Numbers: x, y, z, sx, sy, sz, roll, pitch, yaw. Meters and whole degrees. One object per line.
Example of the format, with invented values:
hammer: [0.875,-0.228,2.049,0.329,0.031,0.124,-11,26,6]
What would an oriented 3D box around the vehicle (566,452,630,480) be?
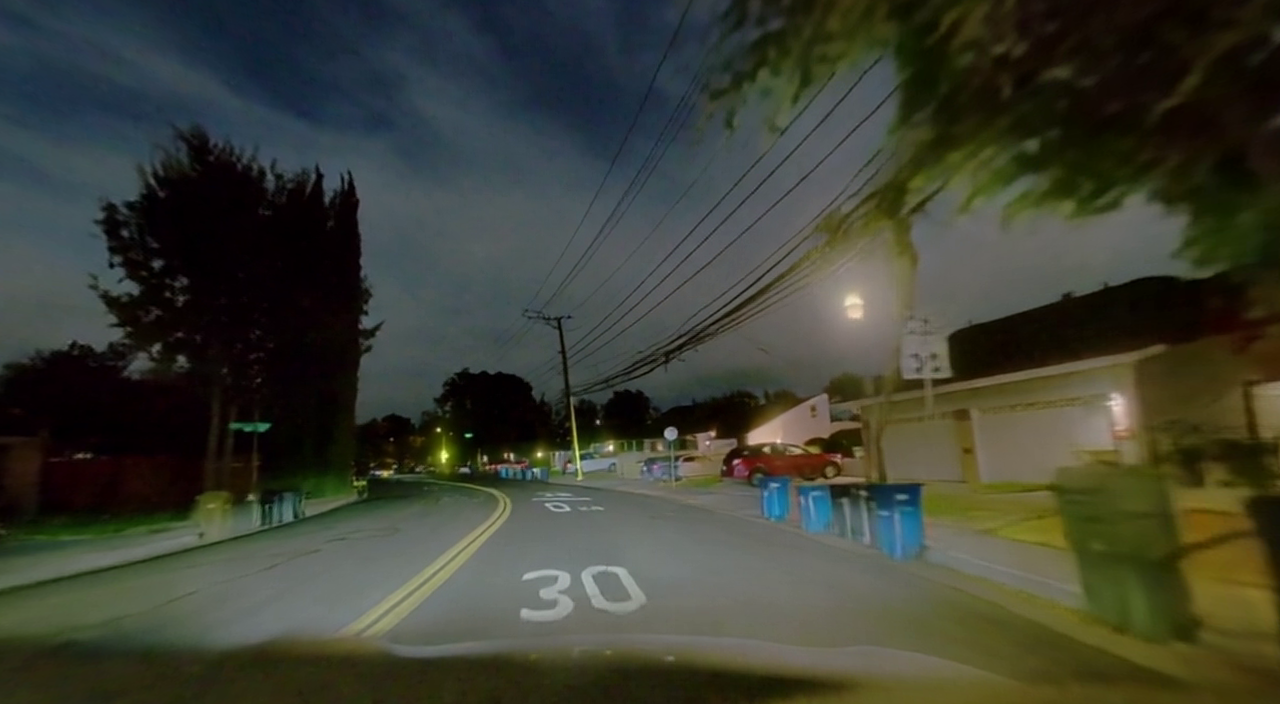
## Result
vehicle: [-3.181,8.507,47.361,4.337,1.768,1.962,2,-9,-23]

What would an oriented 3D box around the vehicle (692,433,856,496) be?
vehicle: [4.775,4.078,22.926,5.229,1.790,2.153,-2,-11,-12]
